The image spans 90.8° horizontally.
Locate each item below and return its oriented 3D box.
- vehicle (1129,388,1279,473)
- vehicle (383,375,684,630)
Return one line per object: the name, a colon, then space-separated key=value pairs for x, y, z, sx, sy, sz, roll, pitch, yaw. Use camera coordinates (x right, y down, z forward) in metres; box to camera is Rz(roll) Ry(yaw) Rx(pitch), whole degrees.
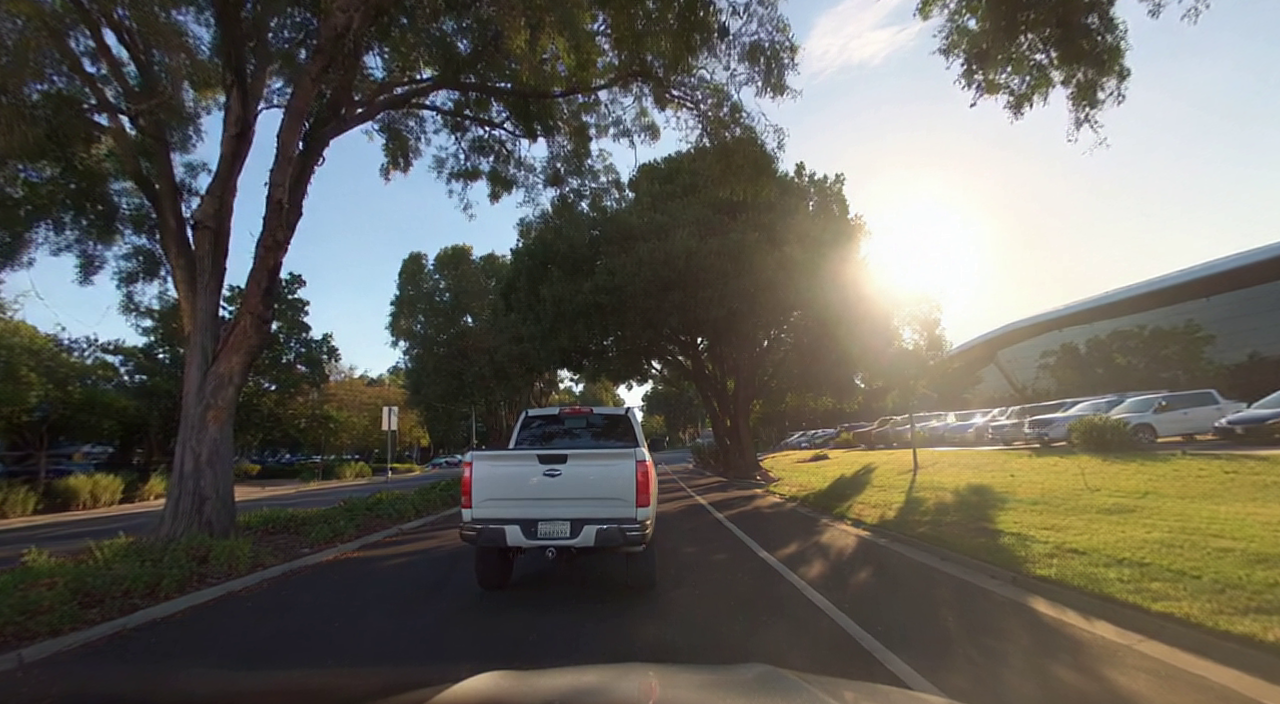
vehicle: x=11.880 y=1.418 z=11.473 sx=4.298 sy=1.392 sz=1.944 roll=-1 pitch=-8 yaw=2
vehicle: x=-0.690 y=1.444 z=7.128 sx=2.157 sy=1.816 sz=5.039 roll=0 pitch=-8 yaw=2
